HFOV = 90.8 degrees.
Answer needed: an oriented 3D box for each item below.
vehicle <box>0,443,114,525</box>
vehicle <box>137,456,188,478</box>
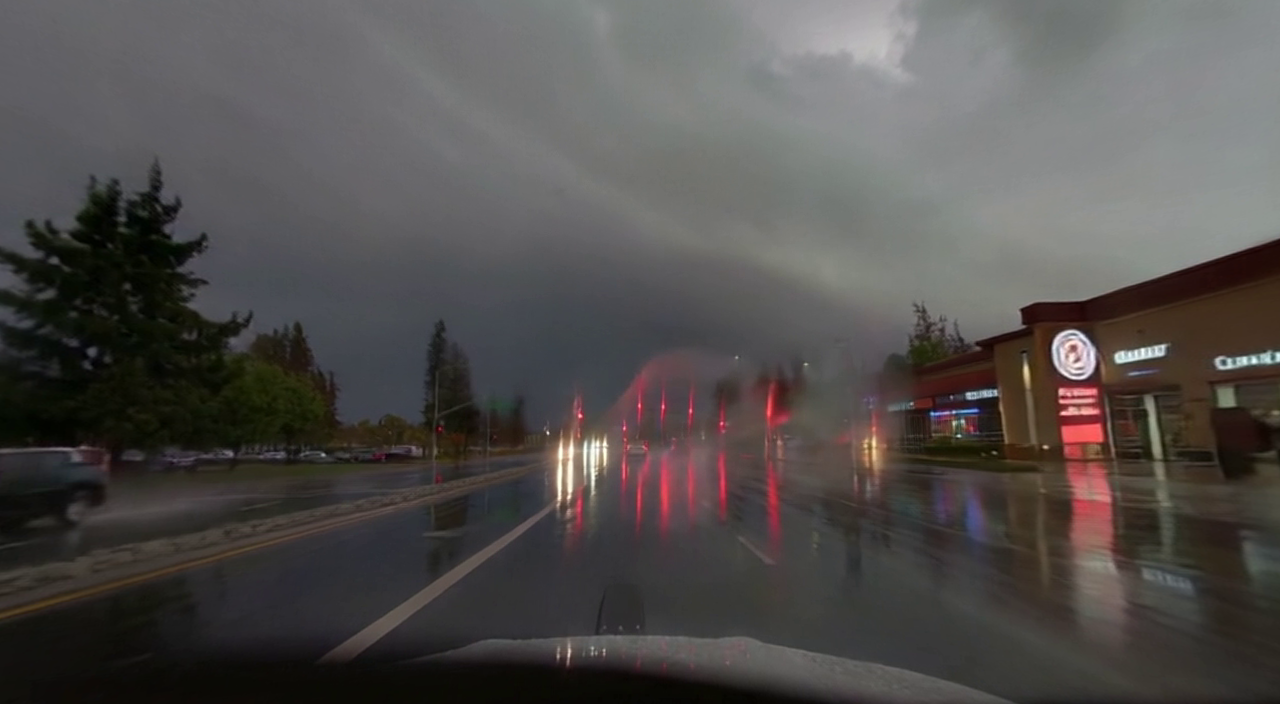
[{"bbox_3d":[-14.752,2.927,14.177,1.967,1.756,4.471,0,-9,0],"label":"vehicle"},{"bbox_3d":[-34.318,8.248,45.355,4.381,1.430,1.899,-7,-11,40],"label":"vehicle"}]
